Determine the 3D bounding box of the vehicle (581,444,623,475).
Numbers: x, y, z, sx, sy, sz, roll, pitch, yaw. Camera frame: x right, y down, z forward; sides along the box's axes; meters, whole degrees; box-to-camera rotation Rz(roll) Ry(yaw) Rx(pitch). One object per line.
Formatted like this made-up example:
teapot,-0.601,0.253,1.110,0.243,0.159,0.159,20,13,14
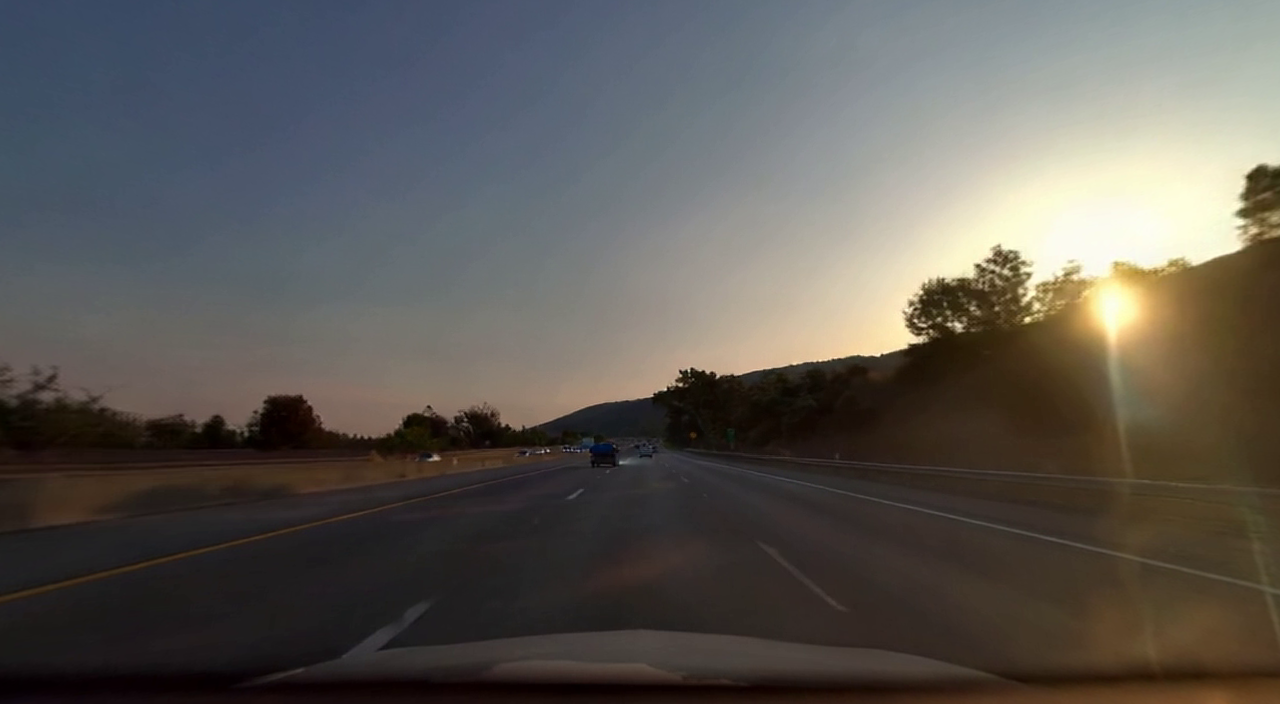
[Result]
vehicle,-2.052,5.943,34.943,1.965,1.556,3.971,-1,-9,2
